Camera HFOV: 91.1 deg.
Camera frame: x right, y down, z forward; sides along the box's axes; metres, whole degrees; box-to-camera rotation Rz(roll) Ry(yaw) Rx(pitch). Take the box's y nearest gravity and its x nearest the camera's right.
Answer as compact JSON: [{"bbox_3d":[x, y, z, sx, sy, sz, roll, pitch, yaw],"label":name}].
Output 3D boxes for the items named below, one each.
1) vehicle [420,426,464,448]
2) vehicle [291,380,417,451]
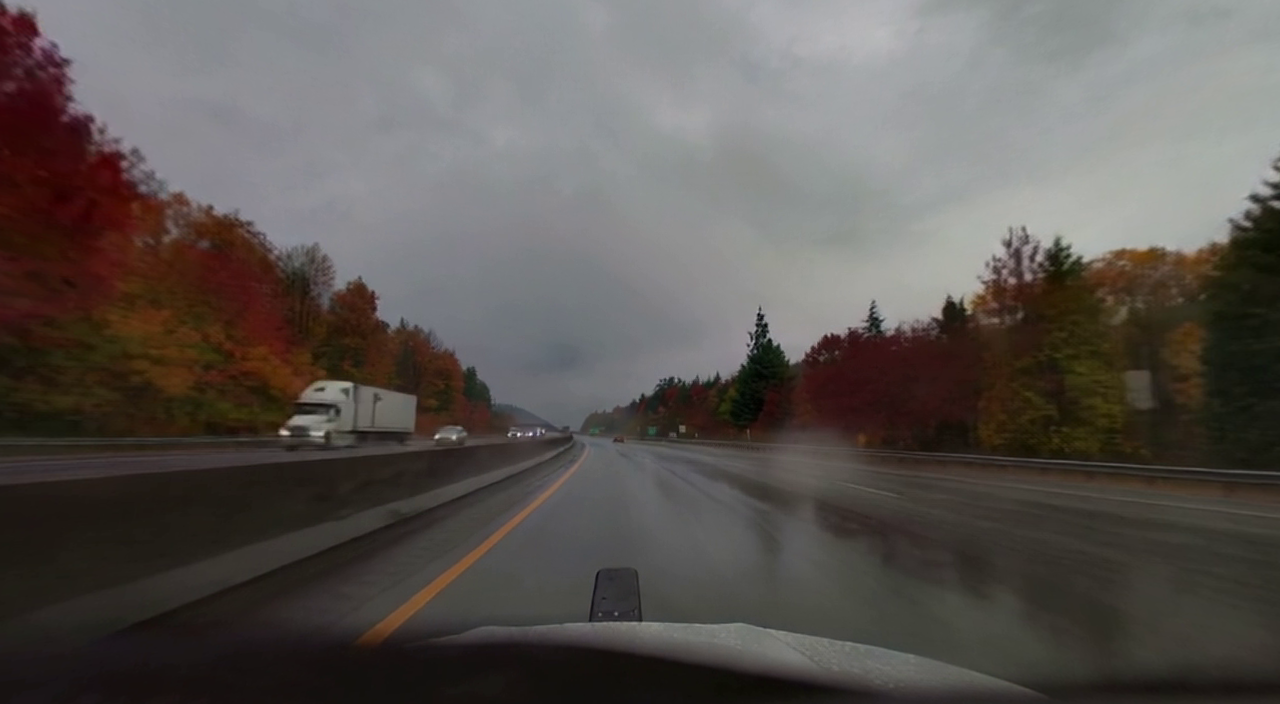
[{"bbox_3d":[-14.833,6.386,47.386,1.926,1.561,4.710,0,-8,-2],"label":"vehicle"},{"bbox_3d":[-19.140,4.637,43.665,2.967,4.106,14.224,0,-8,-4],"label":"vehicle"}]
